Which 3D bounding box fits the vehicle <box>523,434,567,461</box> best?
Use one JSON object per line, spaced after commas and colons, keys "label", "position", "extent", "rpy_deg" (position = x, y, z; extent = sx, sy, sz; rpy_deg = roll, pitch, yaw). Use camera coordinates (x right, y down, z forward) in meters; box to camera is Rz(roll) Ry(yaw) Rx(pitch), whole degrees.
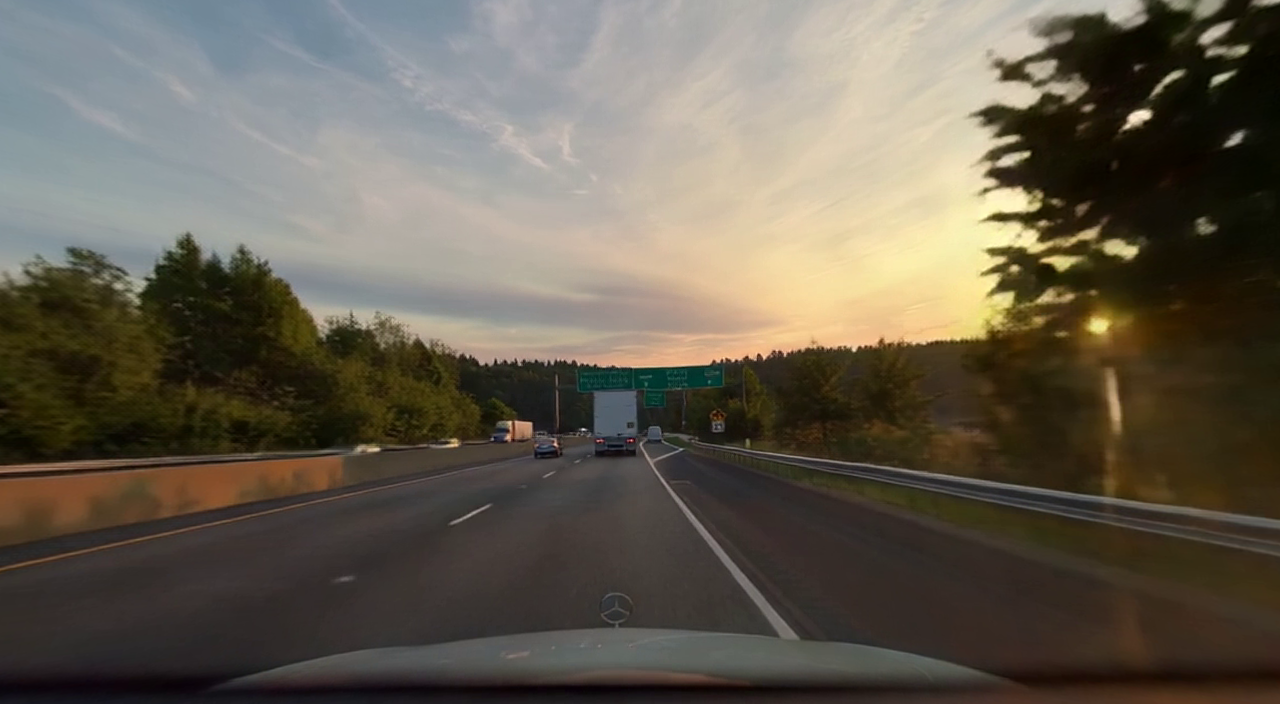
{"label": "vehicle", "position": [-5.415, 5.495, 36.421], "extent": [1.931, 1.479, 4.083], "rpy_deg": [0, -8, -1]}

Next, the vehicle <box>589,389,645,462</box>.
{"label": "vehicle", "position": [-1.306, 4.334, 36.668], "extent": [2.855, 3.741, 8.587], "rpy_deg": [0, -8, -2]}

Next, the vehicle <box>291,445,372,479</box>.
{"label": "vehicle", "position": [-14.478, 5.149, 29.860], "extent": [1.827, 1.433, 4.096], "rpy_deg": [0, -8, -1]}
